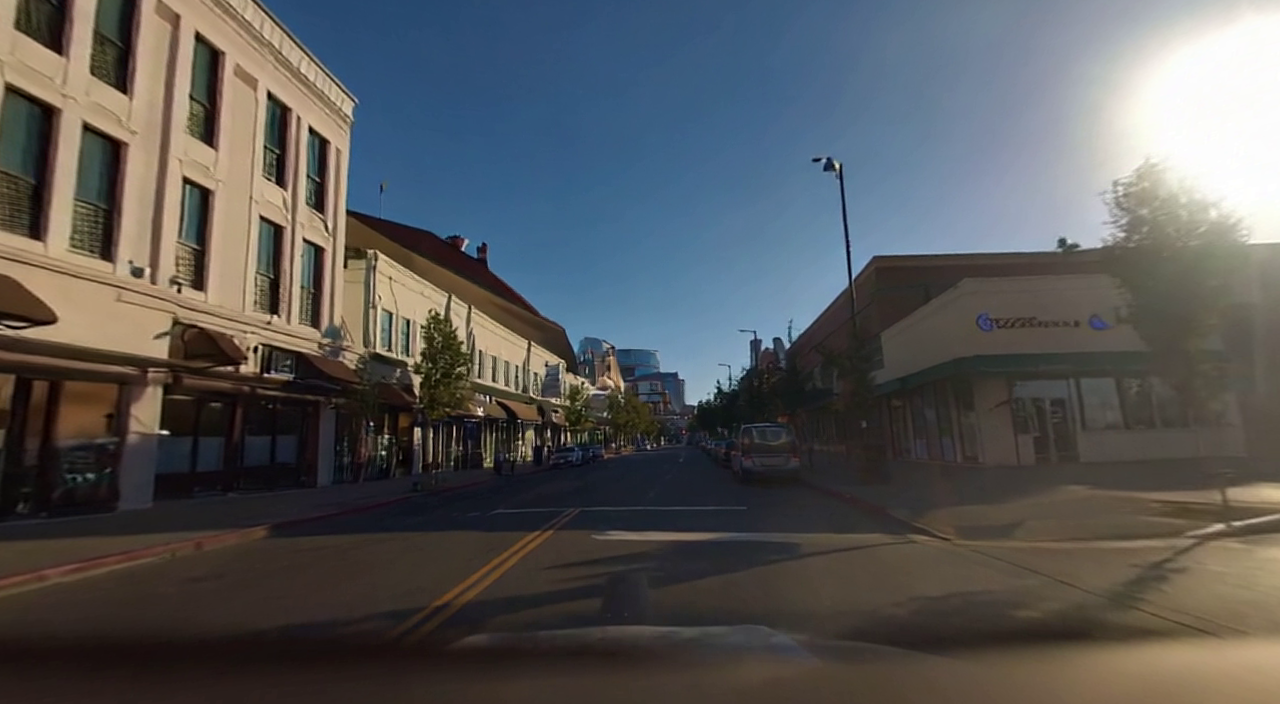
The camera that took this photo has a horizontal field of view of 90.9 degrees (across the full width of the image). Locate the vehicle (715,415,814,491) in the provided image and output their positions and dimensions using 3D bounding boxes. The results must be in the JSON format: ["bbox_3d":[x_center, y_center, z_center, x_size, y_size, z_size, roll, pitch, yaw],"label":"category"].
[{"bbox_3d":[3.621,2.996,19.310,2.150,2.013,4.748,-1,-7,2],"label":"vehicle"}]
